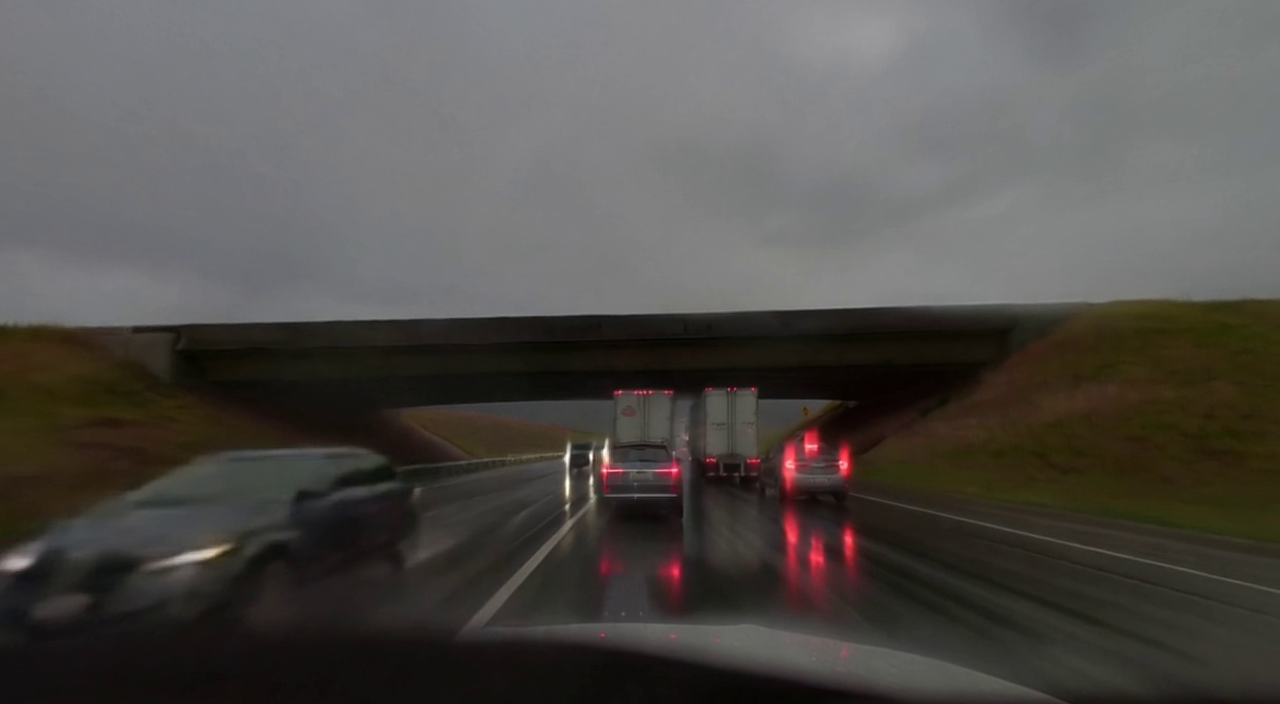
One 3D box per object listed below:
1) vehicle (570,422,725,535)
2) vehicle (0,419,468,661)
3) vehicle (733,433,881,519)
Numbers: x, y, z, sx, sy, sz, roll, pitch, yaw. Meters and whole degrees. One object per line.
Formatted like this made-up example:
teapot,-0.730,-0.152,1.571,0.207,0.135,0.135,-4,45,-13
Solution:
vehicle,0.140,2.181,11.315,2.256,1.615,4.114,-1,-9,1
vehicle,-3.380,1.556,6.251,2.096,1.531,4.210,-1,-9,1
vehicle,3.270,2.525,13.268,1.972,1.505,3.946,-1,-9,-1
